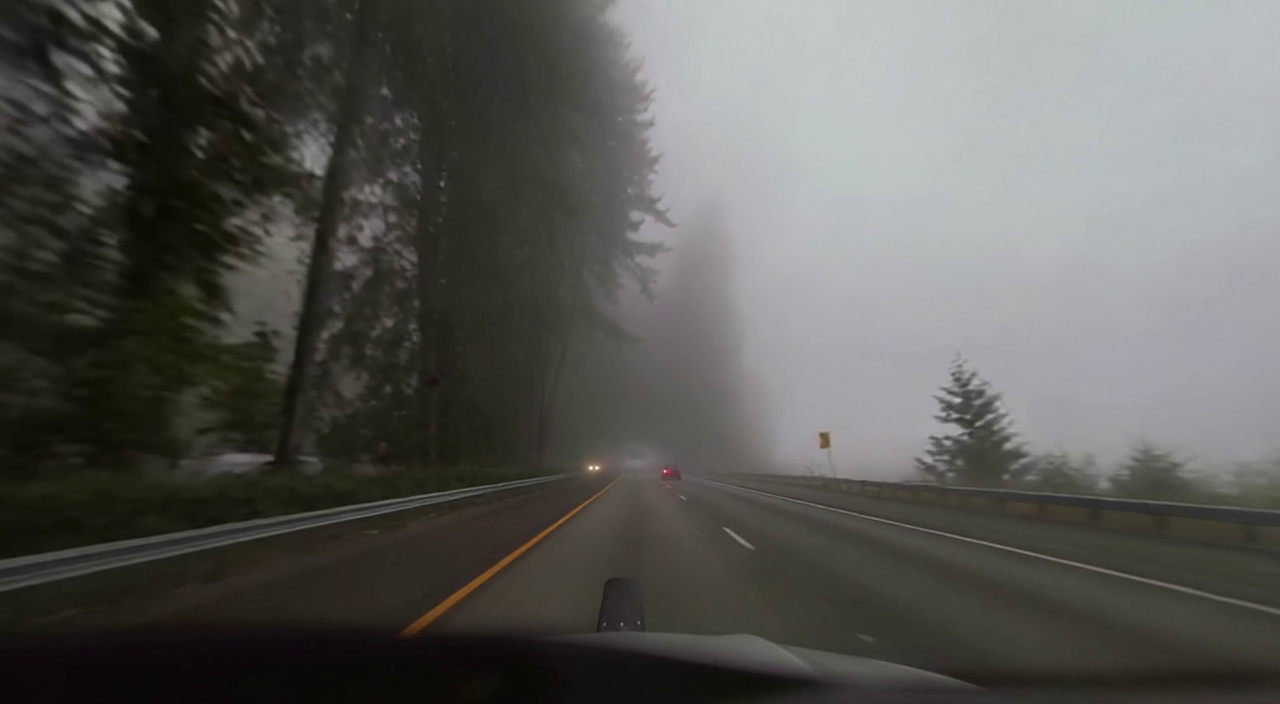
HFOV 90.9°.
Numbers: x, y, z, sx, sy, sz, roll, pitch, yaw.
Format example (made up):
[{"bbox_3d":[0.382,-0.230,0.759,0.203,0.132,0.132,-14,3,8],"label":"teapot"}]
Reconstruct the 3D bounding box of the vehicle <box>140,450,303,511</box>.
[{"bbox_3d":[-11.476,3.566,17.682,1.811,1.472,3.976,1,-10,0],"label":"vehicle"}]
